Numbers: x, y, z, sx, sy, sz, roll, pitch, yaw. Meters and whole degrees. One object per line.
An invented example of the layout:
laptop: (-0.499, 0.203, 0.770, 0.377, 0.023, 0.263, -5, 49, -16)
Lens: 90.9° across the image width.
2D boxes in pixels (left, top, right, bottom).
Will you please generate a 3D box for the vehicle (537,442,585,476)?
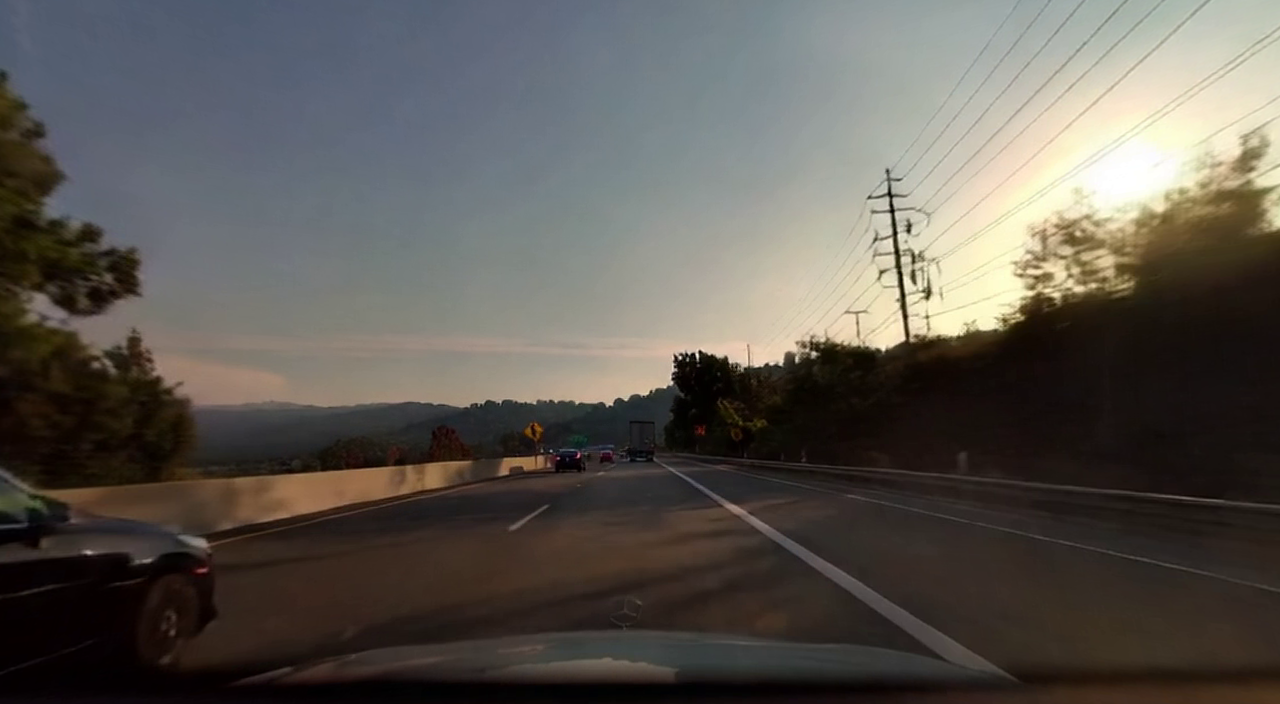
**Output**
vehicle: (-4.258, 5.836, 34.722, 2.111, 1.735, 4.066, 0, -9, 0)

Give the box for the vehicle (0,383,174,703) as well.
vehicle: (-3.903, 0.763, 1.283, 2.049, 1.697, 4.998, 0, -9, 0)
